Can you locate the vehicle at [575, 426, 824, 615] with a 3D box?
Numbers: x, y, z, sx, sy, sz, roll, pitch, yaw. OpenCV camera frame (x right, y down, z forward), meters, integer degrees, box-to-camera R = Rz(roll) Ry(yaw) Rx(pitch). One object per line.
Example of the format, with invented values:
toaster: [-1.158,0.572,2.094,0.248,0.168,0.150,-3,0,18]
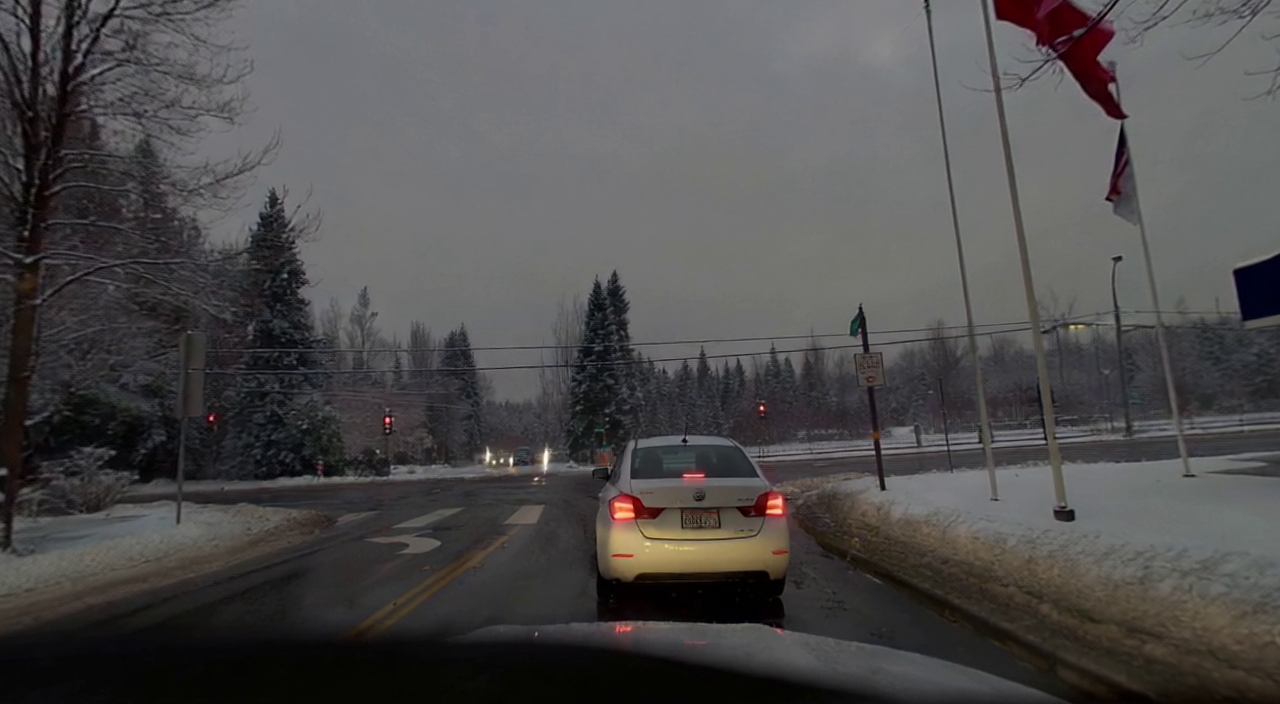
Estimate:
vehicle: [0.377,1.620,6.895,1.985,1.463,3.647,0,-9,-3]

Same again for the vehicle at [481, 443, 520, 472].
vehicle: [-10.098,7.673,45.870,2.212,1.948,4.537,0,-9,-6]
